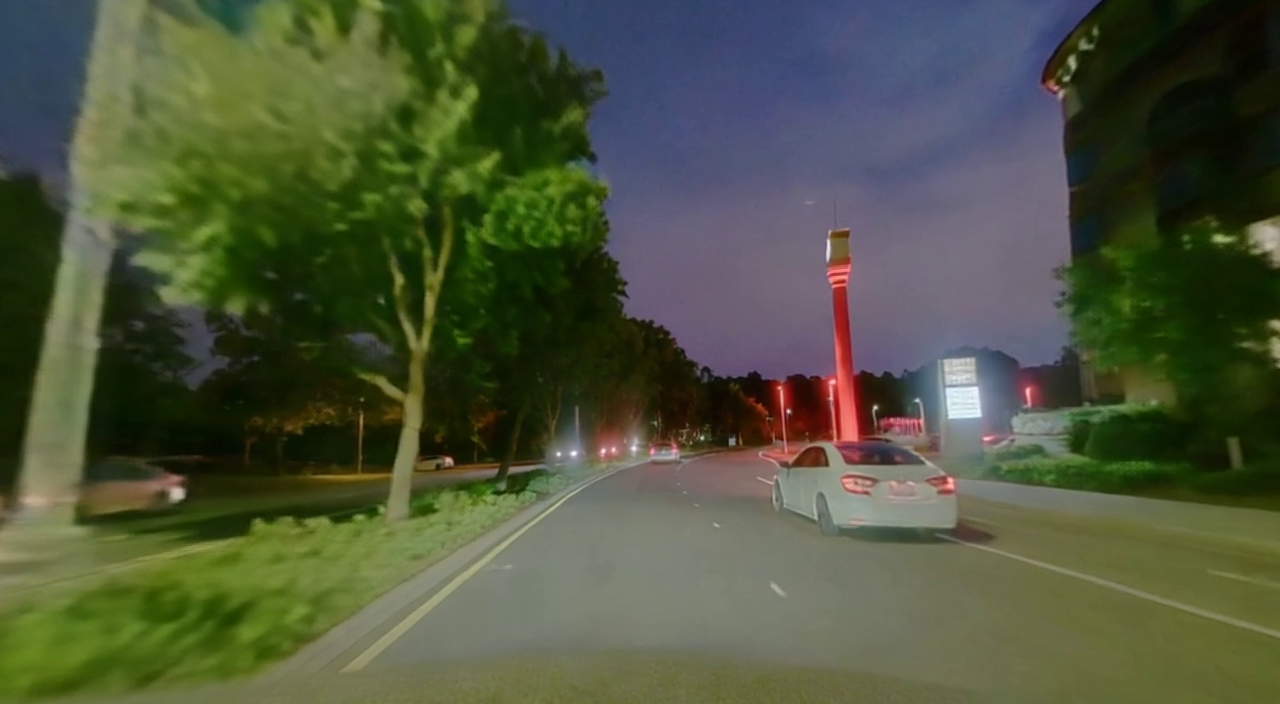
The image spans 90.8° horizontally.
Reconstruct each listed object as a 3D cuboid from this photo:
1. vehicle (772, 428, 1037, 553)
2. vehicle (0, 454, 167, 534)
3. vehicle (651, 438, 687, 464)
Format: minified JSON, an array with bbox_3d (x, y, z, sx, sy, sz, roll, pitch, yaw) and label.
[{"bbox_3d":[3.746,2.051,10.178,2.132,1.497,4.827,0,-8,-1],"label":"vehicle"},{"bbox_3d":[-14.693,3.480,16.099,1.910,1.667,4.290,0,-8,0],"label":"vehicle"},{"bbox_3d":[2.087,6.903,44.178,2.123,1.703,4.292,-1,-8,8],"label":"vehicle"}]
